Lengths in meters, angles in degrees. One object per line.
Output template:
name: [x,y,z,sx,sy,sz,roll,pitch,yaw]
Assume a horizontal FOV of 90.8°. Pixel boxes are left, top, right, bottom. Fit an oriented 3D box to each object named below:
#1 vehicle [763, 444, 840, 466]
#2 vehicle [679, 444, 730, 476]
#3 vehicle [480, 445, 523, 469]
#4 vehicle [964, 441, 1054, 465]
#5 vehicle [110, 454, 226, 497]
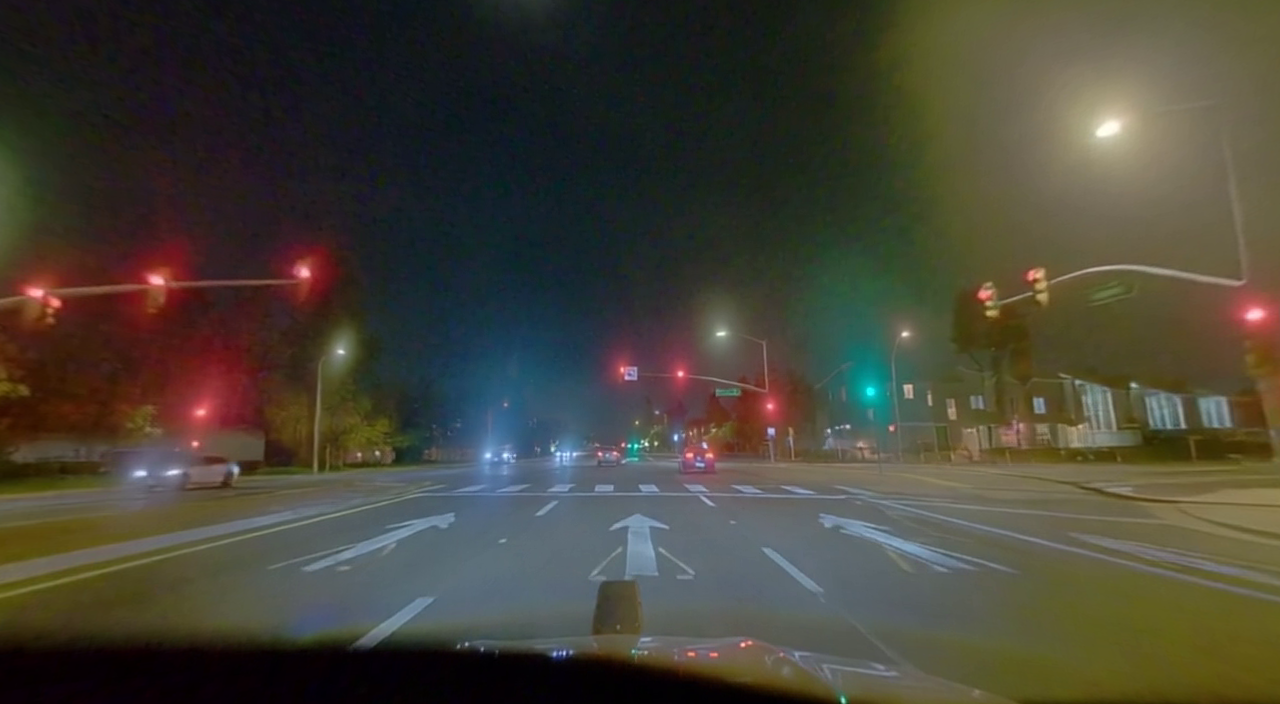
vehicle: [11.995,7.660,47.155,5.209,1.574,2.008,-8,-11,42]
vehicle: [3.208,5.476,32.278,2.068,1.497,4.247,0,-8,-1]
vehicle: [-10.124,7.689,46.555,2.089,1.712,4.638,0,-8,1]
vehicle: [24.057,6.584,41.353,4.580,1.494,2.029,0,-8,3]
vehicle: [-21.371,5.581,28.879,1.913,1.700,4.359,0,-8,0]
